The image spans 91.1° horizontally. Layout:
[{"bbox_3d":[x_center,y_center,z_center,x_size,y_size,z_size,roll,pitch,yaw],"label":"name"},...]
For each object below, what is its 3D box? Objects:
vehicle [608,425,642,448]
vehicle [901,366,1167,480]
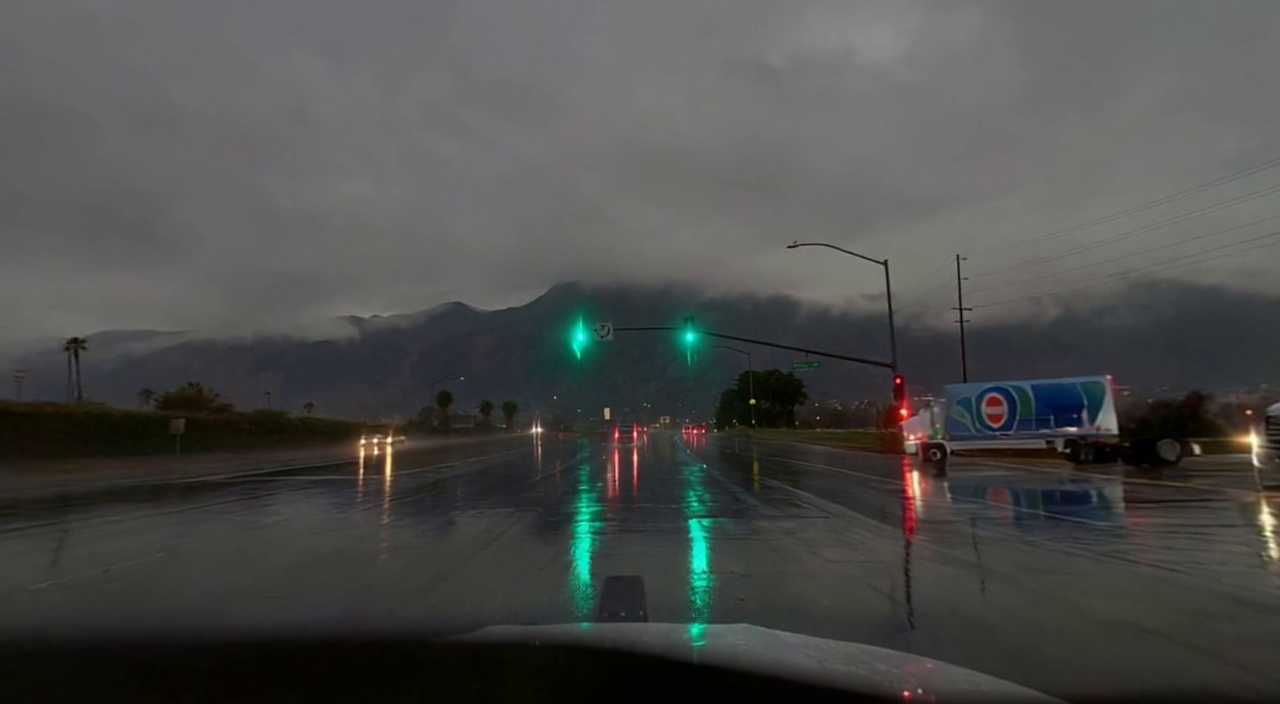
[{"bbox_3d":[-1.119,6.731,49.582,2.287,1.712,4.537,-1,-8,4],"label":"vehicle"},{"bbox_3d":[13.001,2.539,21.711,7.088,3.414,3.237,-4,-9,23],"label":"vehicle"}]
